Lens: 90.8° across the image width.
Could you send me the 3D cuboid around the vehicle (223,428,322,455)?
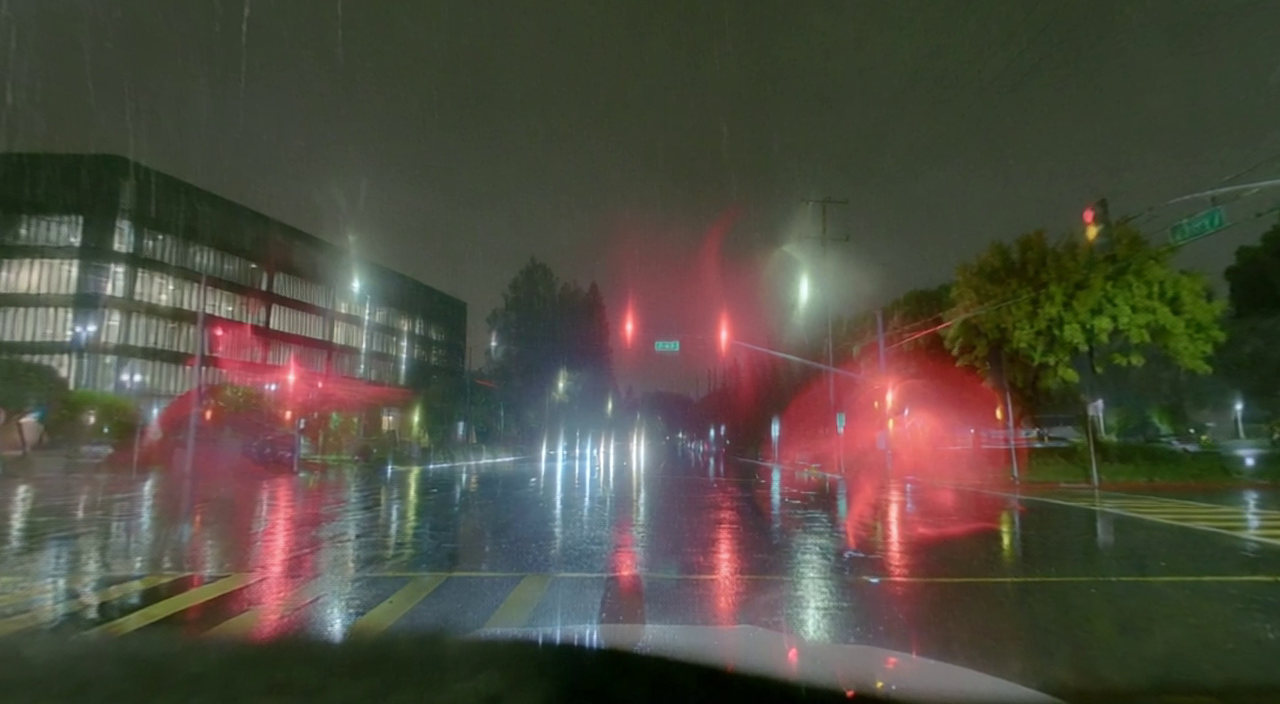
[{"bbox_3d":[-22.407,5.510,38.709,4.765,1.593,1.891,1,-9,-8],"label":"vehicle"}]
